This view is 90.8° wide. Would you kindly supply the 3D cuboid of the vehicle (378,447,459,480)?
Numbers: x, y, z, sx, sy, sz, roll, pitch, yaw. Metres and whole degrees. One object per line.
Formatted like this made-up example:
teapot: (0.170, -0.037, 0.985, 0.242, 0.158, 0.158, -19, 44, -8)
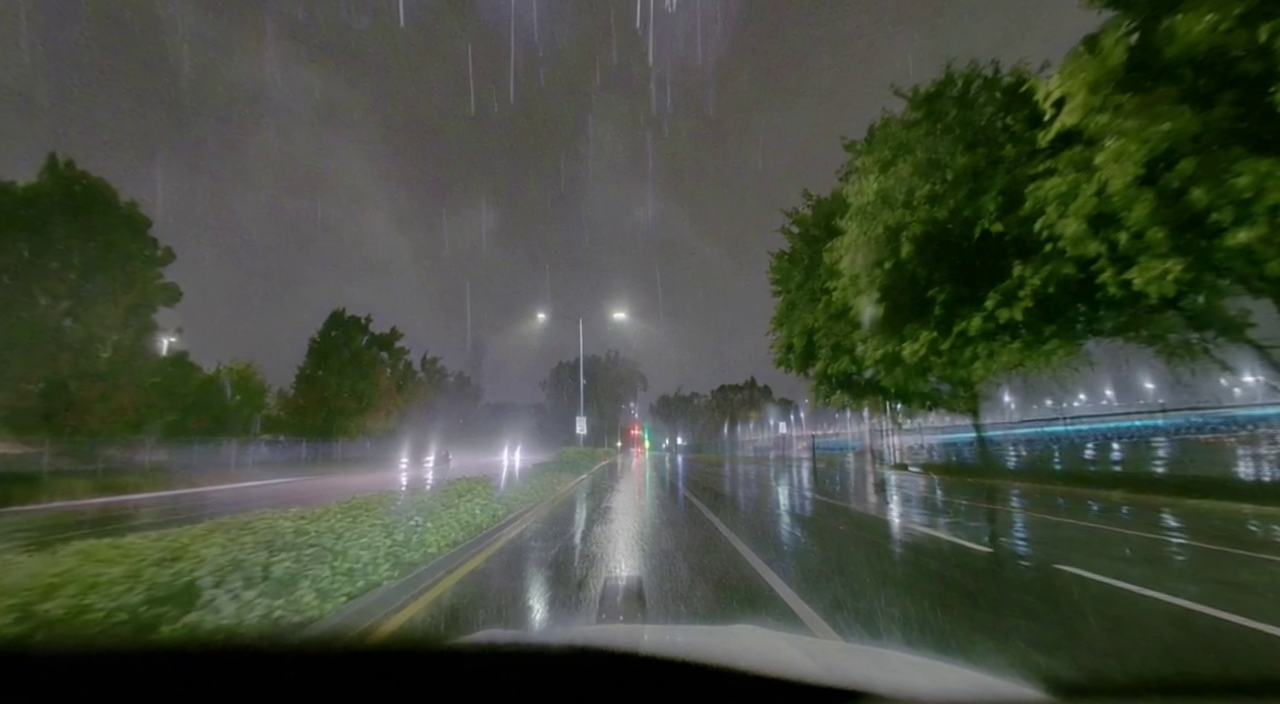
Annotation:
vehicle: (-10.803, 5.461, 31.202, 2.173, 1.460, 4.661, -1, -8, 2)
